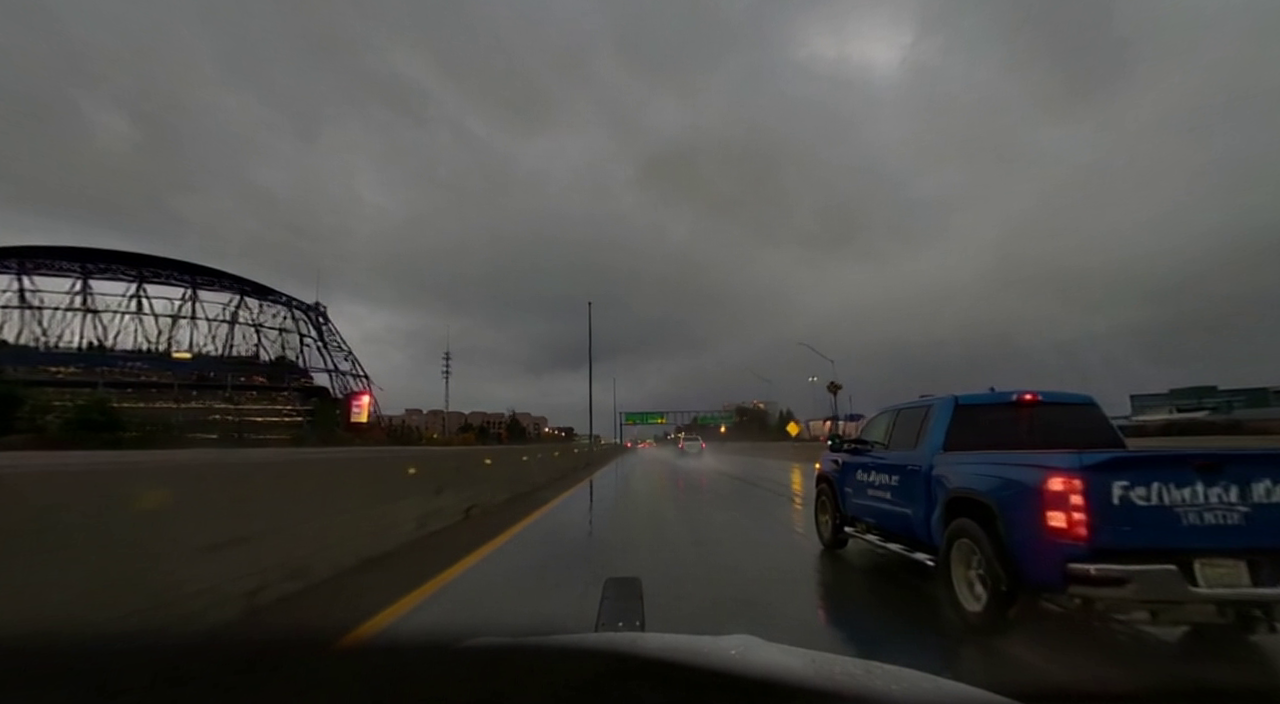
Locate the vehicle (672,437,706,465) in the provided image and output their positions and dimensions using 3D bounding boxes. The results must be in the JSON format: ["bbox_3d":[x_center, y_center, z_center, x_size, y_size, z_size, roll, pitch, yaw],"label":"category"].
[{"bbox_3d":[3.324,6.771,43.394,1.973,1.774,4.092,0,-9,-1],"label":"vehicle"}]

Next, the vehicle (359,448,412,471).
[{"bbox_3d":[-18.293,7.723,45.619,1.962,1.492,4.570,0,-8,-1],"label":"vehicle"}]

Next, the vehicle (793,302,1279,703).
[{"bbox_3d":[3.078,1.107,5.433,2.199,2.002,4.970,0,-8,-1],"label":"vehicle"}]
